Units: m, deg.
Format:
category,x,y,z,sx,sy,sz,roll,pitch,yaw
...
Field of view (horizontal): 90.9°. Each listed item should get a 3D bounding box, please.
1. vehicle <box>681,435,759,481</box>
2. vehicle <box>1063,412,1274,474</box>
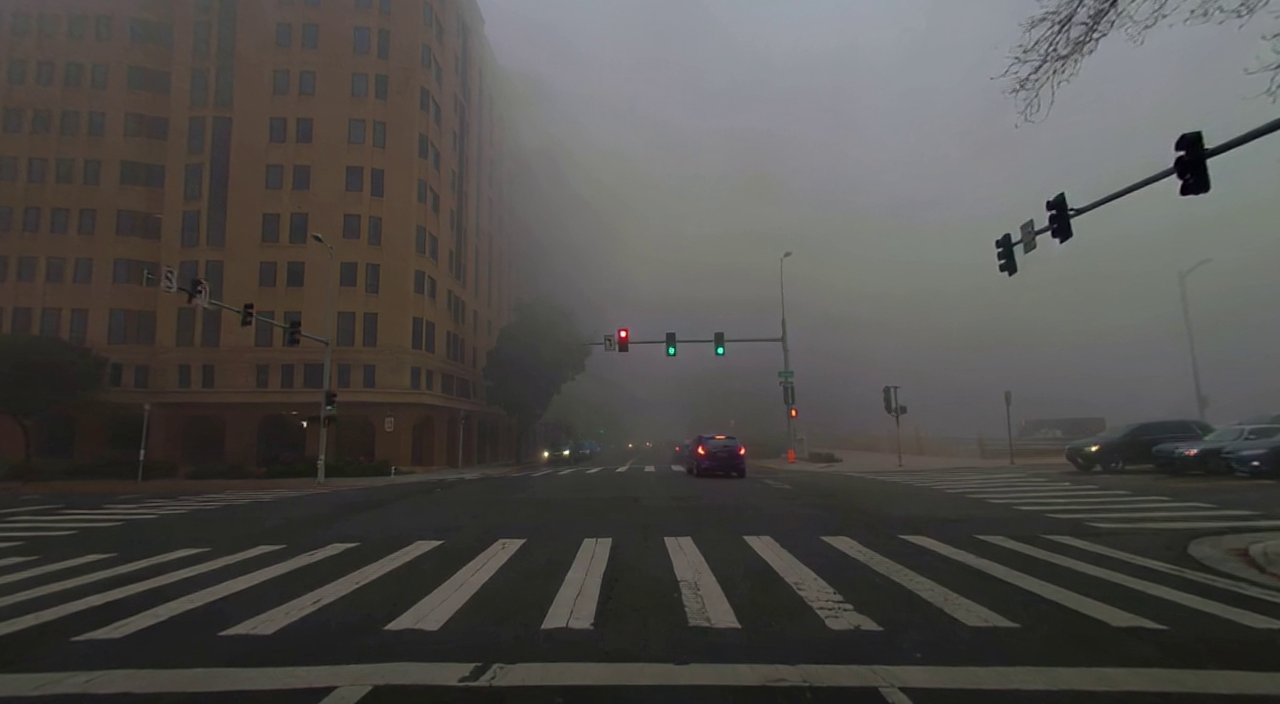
category,x,y,z,sx,sy,sz,roll,pitch,yaw
vehicle,2.741,3.767,22.747,2.039,1.470,4.355,0,-8,-3
vehicle,16.917,2.944,20.411,4.802,1.860,2.146,0,-8,1
